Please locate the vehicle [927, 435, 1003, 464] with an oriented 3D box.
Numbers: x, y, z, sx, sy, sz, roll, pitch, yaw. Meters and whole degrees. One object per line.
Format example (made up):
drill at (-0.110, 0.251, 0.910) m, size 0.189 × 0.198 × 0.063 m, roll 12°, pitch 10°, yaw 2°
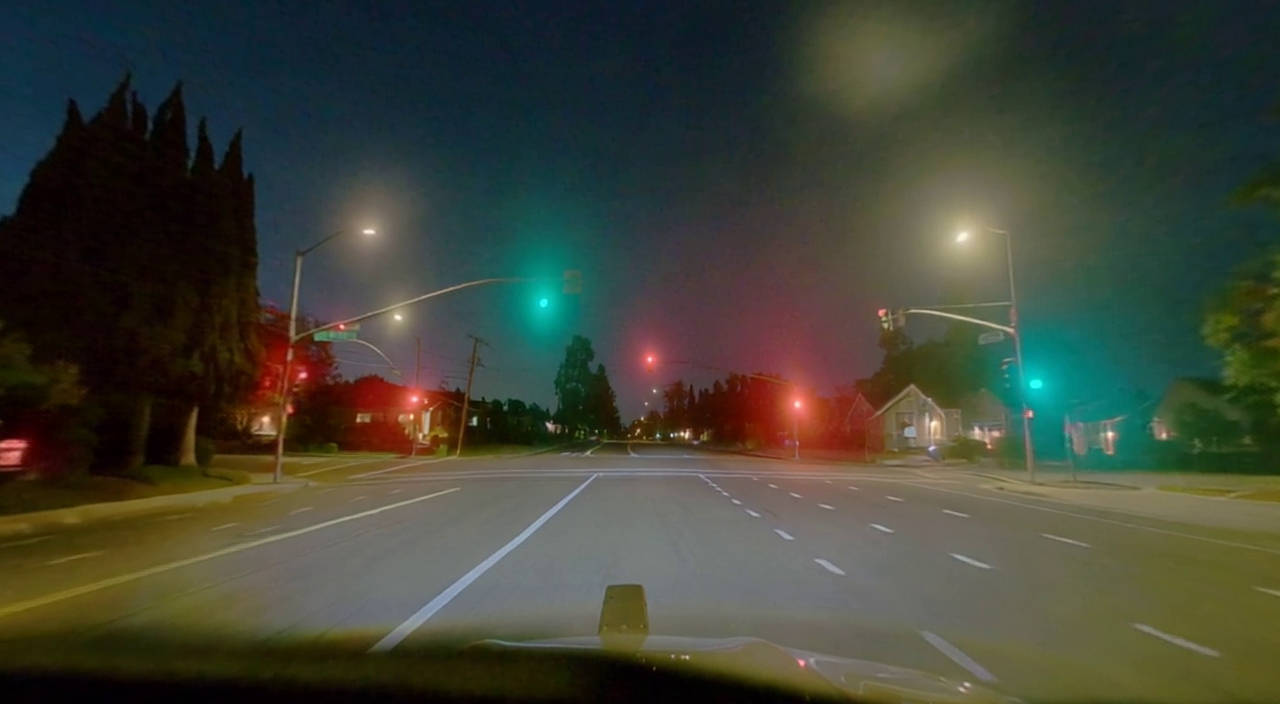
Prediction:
vehicle at (23.005, 6.938, 44.887) m, size 2.030 × 1.927 × 4.853 m, roll 2°, pitch -9°, yaw -13°
